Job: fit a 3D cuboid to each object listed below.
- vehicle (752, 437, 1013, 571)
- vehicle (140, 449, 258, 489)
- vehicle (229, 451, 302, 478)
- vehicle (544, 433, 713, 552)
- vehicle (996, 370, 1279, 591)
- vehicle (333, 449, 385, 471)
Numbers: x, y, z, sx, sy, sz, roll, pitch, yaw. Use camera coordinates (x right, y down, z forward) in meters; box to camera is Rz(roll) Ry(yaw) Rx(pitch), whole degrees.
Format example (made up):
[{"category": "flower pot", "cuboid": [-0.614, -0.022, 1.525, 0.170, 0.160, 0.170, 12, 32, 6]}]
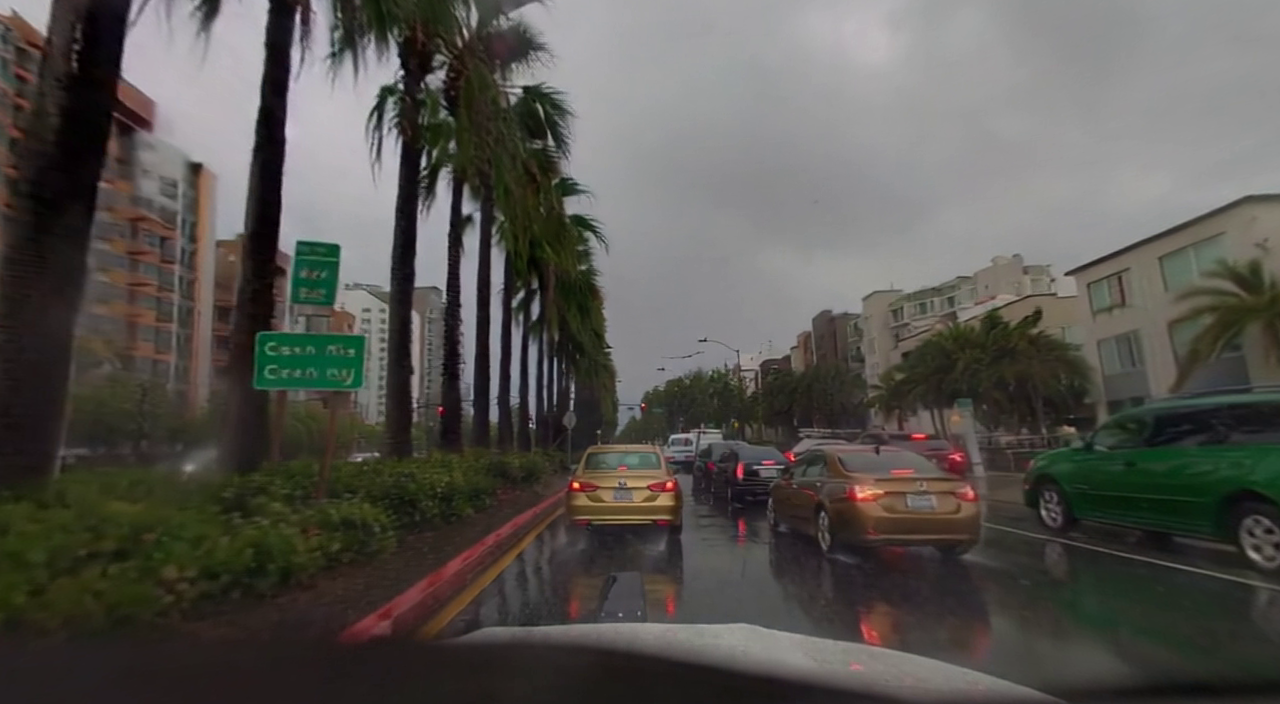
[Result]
[{"category": "vehicle", "cuboid": [3.071, 2.003, 9.225, 1.925, 1.451, 4.436, 0, -8, -2]}, {"category": "vehicle", "cuboid": [-20.488, 5.416, 29.668, 2.053, 1.631, 4.900, 0, -8, -1]}, {"category": "vehicle", "cuboid": [-23.576, 7.095, 39.966, 1.874, 1.551, 4.512, 0, -8, 0]}, {"category": "vehicle", "cuboid": [-0.160, 2.093, 10.094, 2.158, 1.498, 3.919, 0, -8, 0]}, {"category": "vehicle", "cuboid": [7.221, 1.504, 7.945, 2.254, 2.072, 5.577, 0, -8, 1]}, {"category": "vehicle", "cuboid": [-20.863, 8.015, 47.047, 1.930, 1.448, 4.256, 0, -8, 0]}]
